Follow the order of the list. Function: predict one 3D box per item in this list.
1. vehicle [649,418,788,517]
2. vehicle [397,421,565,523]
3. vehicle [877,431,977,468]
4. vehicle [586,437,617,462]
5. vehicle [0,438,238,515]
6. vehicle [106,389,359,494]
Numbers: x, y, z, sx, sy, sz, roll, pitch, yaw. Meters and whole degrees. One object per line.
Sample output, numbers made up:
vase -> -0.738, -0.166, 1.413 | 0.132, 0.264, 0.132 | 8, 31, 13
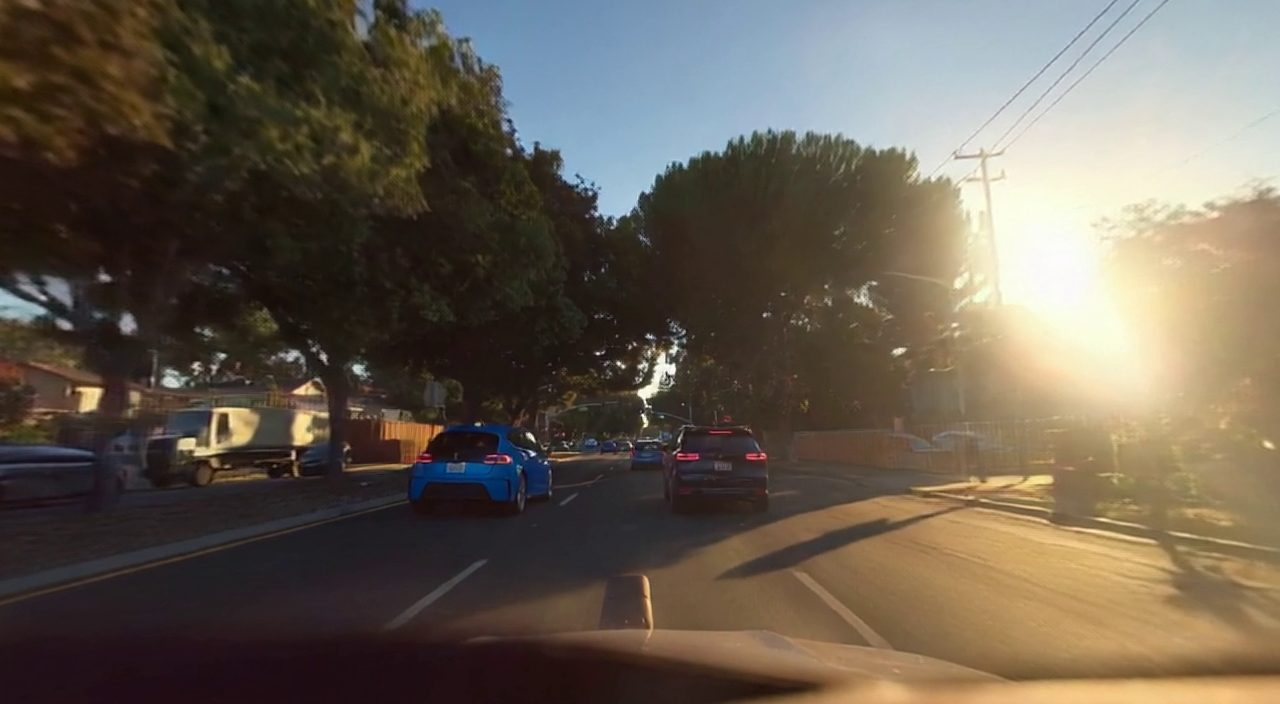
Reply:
vehicle -> 1.433, 2.389, 13.496 | 2.280, 1.747, 4.361 | 0, -9, -2
vehicle -> -2.933, 2.347, 12.881 | 2.043, 1.687, 4.676 | 0, -8, 2
vehicle -> 15.964, 5.397, 35.379 | 2.032, 1.877, 4.876 | 2, -7, -25
vehicle -> -2.895, 7.446, 48.210 | 2.014, 1.755, 4.360 | 0, -9, 1
vehicle -> -11.914, 2.795, 14.723 | 1.923, 1.490, 4.501 | 0, -9, 3
vehicle -> -15.040, 3.538, 24.772 | 2.901, 3.276, 9.720 | -1, -9, 4
